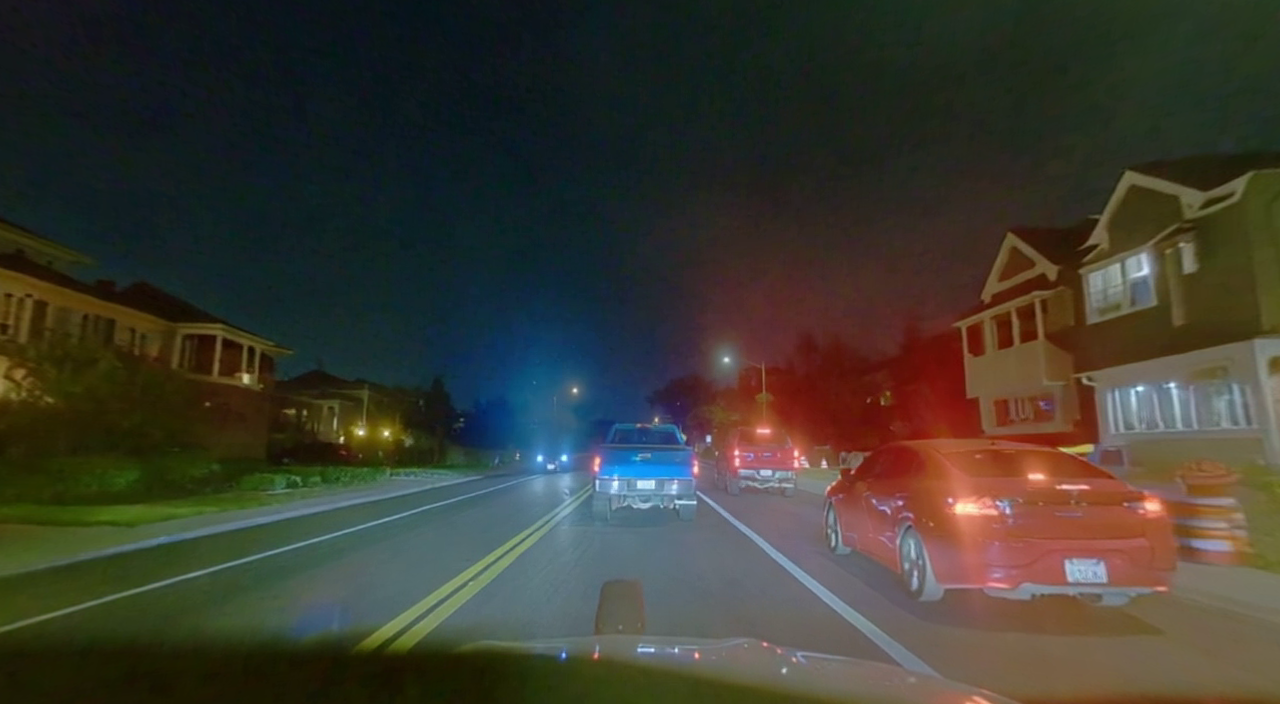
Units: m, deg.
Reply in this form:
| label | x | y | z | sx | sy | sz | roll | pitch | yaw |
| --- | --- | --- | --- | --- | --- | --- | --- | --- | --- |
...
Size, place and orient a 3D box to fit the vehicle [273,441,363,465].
| label | x | y | z | sx | sy | sz | roll | pitch | yaw |
| --- | --- | --- | --- | --- | --- | --- | --- | --- | --- |
| vehicle | -20.291 | 6.387 | 39.692 | 4.706 | 1.468 | 1.817 | -1 | -8 | 3 |

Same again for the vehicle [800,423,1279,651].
| label | x | y | z | sx | sy | sz | roll | pitch | yaw |
| --- | --- | --- | --- | --- | --- | --- | --- | --- | --- |
| vehicle | 3.242 | 1.565 | 6.479 | 2.010 | 1.499 | 4.481 | 0 | -8 | 0 |

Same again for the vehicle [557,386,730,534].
| label | x | y | z | sx | sy | sz | roll | pitch | yaw |
| --- | --- | --- | --- | --- | --- | --- | --- | --- | --- |
| vehicle | 0.096 | 2.193 | 13.289 | 2.751 | 2.361 | 6.347 | 0 | -8 | 1 |

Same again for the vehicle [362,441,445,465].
| label | x | y | z | sx | sy | sz | roll | pitch | yaw |
| --- | --- | --- | --- | --- | --- | --- | --- | --- | --- |
| vehicle | -14.982 | 6.429 | 39.983 | 4.490 | 1.500 | 1.875 | 0 | -8 | -2 |

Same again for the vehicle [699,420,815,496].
| label | x | y | z | sx | sy | sz | roll | pitch | yaw |
| --- | --- | --- | --- | --- | --- | --- | --- | --- | --- |
| vehicle | 3.346 | 3.203 | 19.392 | 2.486 | 1.993 | 5.667 | 0 | -8 | 0 |
